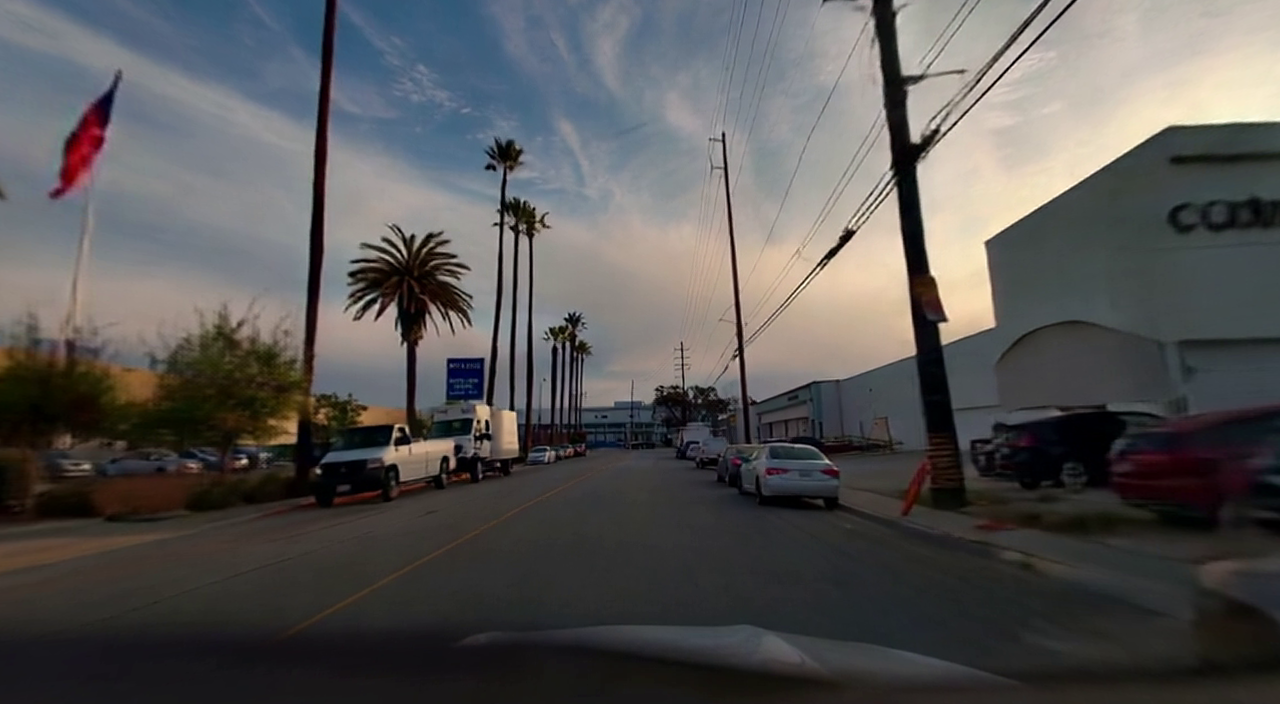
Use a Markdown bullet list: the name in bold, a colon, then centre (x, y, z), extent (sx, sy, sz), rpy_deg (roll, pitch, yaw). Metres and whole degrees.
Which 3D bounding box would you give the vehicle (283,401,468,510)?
- **vehicle**: centre (-8.013, 3.256, 20.441), extent (2.845, 2.738, 7.208), rpy_deg (-3, -8, 1)

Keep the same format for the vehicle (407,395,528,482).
- **vehicle**: centre (-7.592, 4.023, 29.147), extent (2.941, 3.418, 7.738), rpy_deg (-1, -9, 4)

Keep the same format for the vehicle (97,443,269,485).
- **vehicle**: centre (-17.011, 4.174, 23.701), extent (4.890, 1.483, 2.055), rpy_deg (0, -9, 1)

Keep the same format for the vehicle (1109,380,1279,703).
- **vehicle**: centre (3.504, 0.692, 0.865), extent (2.111, 1.611, 4.576), rpy_deg (0, -9, -1)

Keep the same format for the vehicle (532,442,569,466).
- **vehicle**: centre (-6.819, 7.792, 48.590), extent (1.936, 1.632, 4.145), rpy_deg (-3, -8, 3)

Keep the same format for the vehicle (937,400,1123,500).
- **vehicle**: centre (9.056, 2.359, 15.455), extent (2.325, 1.877, 5.987), rpy_deg (-6, -9, 17)

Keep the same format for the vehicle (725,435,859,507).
- **vehicle**: centre (3.620, 2.942, 16.151), extent (2.246, 1.533, 4.971), rpy_deg (0, -9, 1)
